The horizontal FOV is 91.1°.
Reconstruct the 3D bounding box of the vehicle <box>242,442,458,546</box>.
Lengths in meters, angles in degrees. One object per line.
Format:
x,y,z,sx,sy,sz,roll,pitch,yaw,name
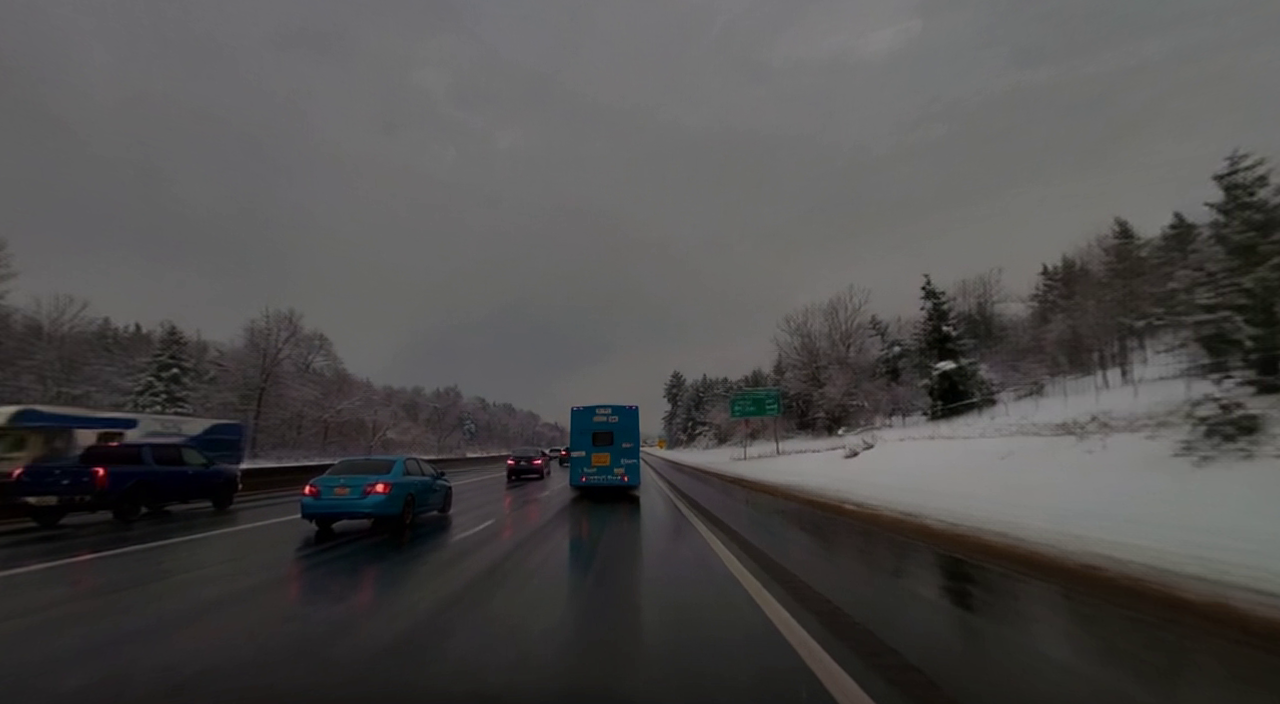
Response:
-4.700,2.322,10.972,1.876,1.438,4.072,0,-9,-1,vehicle

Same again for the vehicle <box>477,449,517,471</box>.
-10.095,7.643,44.568,1.886,1.462,4.084,0,-9,-1,vehicle

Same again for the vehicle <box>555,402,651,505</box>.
-0.957,2.965,18.510,2.394,2.556,5.232,0,-9,-1,vehicle

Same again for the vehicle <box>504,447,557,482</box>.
-5.038,5.195,29.256,1.872,1.480,3.545,0,-9,-1,vehicle

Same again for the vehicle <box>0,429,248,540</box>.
-9.567,2.306,11.499,2.010,1.621,4.252,0,-9,0,vehicle
